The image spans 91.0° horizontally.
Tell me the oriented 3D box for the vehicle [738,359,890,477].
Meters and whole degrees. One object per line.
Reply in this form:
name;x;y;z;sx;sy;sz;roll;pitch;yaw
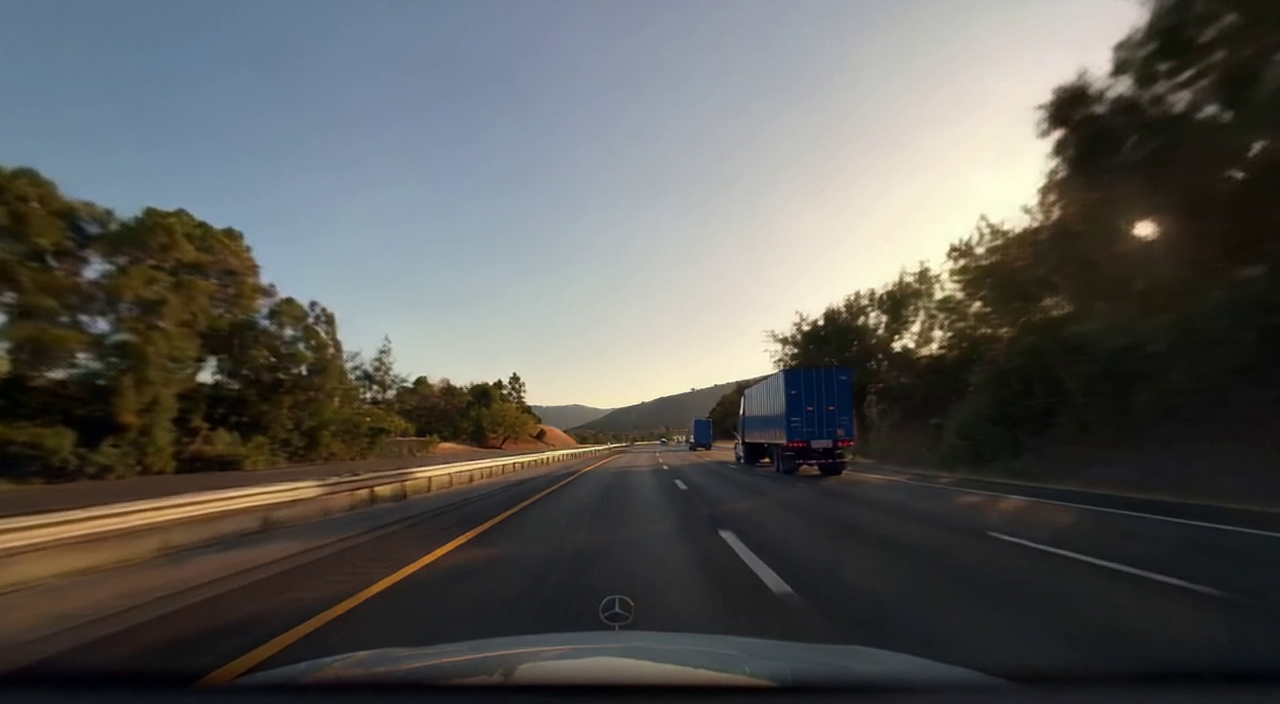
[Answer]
vehicle;7.117;3.272;28.877;2.885;4.075;13.981;-1;-8;0
